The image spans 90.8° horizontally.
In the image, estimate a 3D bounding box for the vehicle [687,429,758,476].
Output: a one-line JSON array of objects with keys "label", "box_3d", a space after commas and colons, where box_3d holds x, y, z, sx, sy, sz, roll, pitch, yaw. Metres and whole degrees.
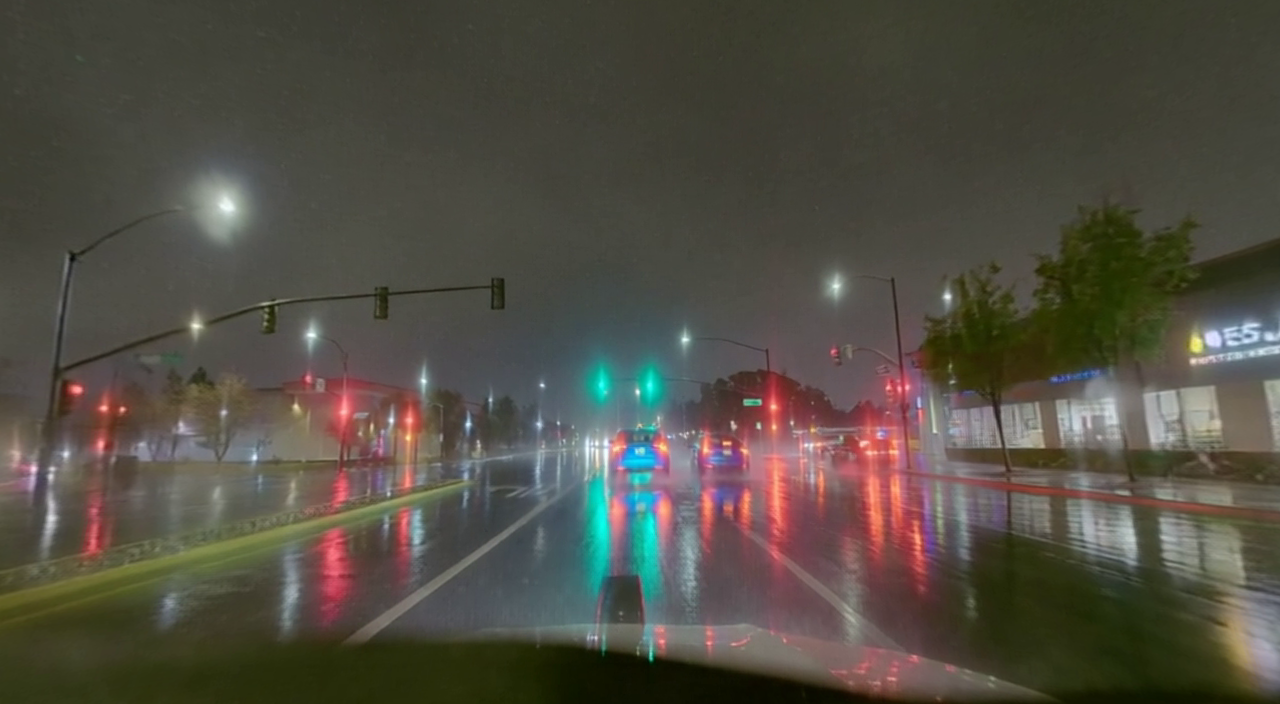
[{"label": "vehicle", "box_3d": [3.212, 4.037, 25.568, 2.107, 1.736, 4.228, 0, -8, -2]}]

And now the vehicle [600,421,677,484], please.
[{"label": "vehicle", "box_3d": [-0.144, 3.506, 22.280, 2.413, 1.939, 4.716, 0, -8, -2]}]
